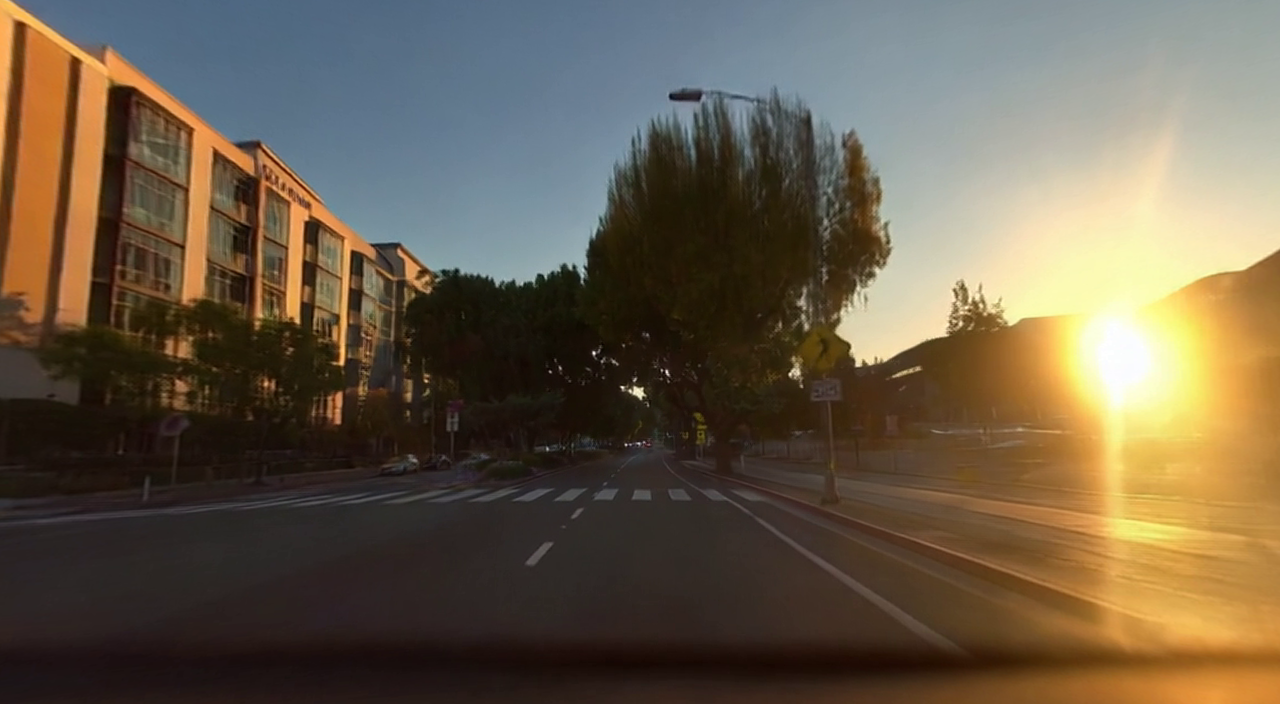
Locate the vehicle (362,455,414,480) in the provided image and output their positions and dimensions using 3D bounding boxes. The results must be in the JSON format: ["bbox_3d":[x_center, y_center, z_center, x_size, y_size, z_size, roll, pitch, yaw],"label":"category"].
[{"bbox_3d":[-16.694,7.662,41.861,1.810,1.478,4.233,-3,-10,-1],"label":"vehicle"}]
